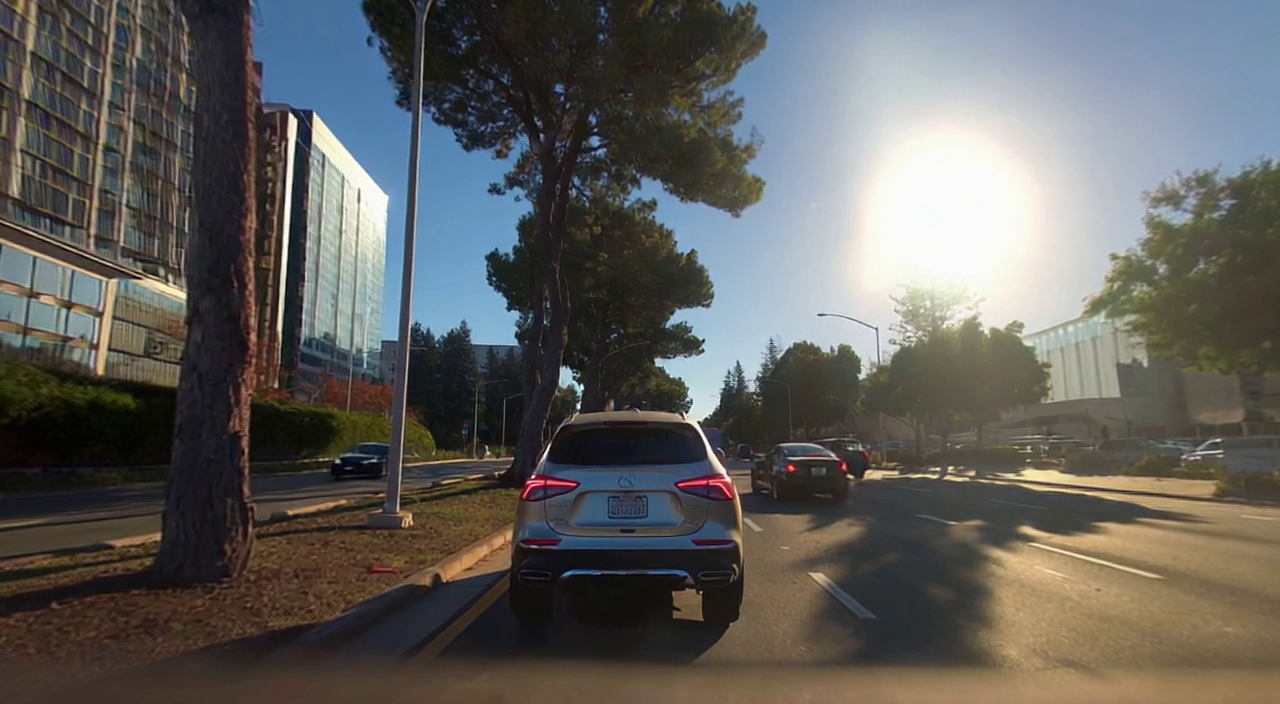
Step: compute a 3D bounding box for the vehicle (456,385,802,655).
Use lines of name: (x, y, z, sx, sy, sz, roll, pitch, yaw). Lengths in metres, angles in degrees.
vehicle: (-0.084, 1.356, 6.065, 2.172, 1.694, 4.055, 0, -8, -1)

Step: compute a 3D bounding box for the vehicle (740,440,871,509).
vehicle: (3.919, 2.970, 15.778, 2.058, 1.468, 4.339, 0, -8, -1)
